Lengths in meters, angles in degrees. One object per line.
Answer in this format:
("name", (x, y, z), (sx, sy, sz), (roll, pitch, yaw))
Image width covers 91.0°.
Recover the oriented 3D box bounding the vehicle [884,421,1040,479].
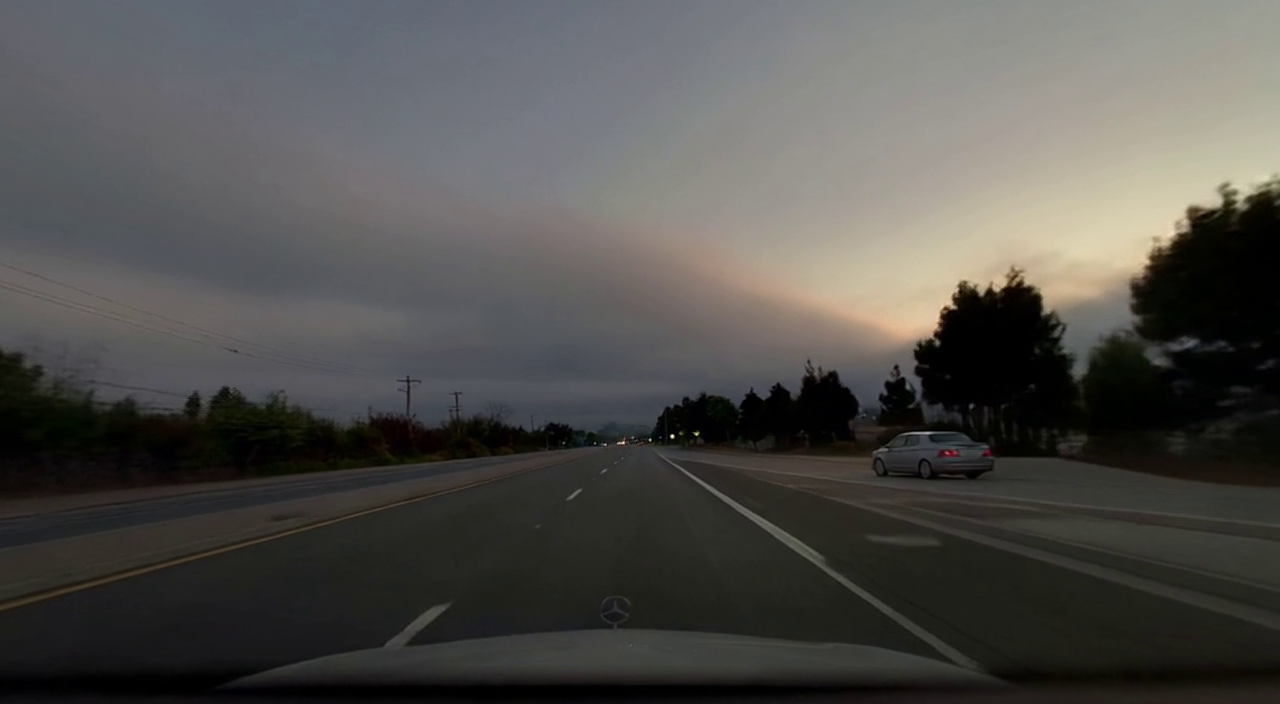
("vehicle", (11.940, 3.673, 23.895), (2.328, 1.916, 5.227), (1, -8, -13))
